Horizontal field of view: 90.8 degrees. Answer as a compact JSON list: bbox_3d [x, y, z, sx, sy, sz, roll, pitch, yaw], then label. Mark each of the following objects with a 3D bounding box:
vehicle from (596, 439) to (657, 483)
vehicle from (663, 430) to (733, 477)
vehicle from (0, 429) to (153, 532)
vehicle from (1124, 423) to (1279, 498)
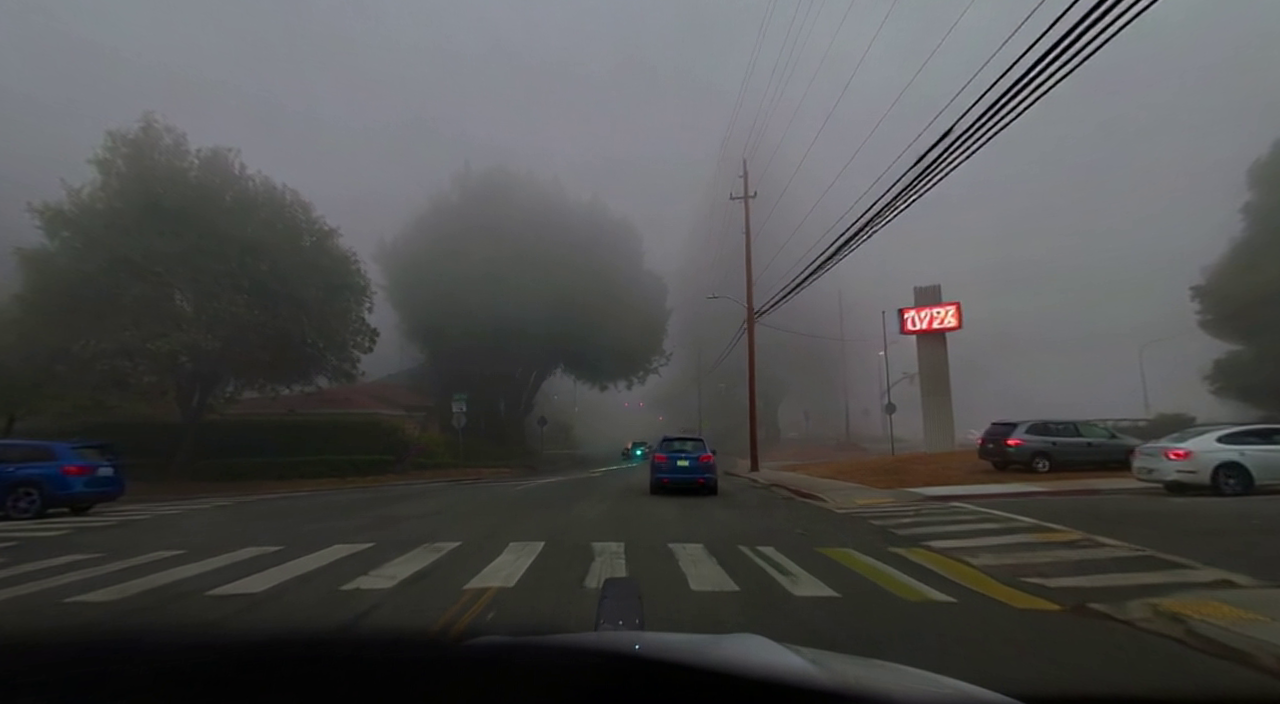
[{"bbox_3d":[-0.568,3.894,22.895,1.874,1.427,3.976,1,-8,-6],"label":"vehicle"},{"bbox_3d":[2.477,4.554,28.542,2.553,1.868,5.536,0,-8,-1],"label":"vehicle"},{"bbox_3d":[-13.772,2.532,12.710,5.866,1.904,2.197,1,-8,-6],"label":"vehicle"},{"bbox_3d":[13.165,2.181,12.860,4.872,1.400,1.955,-1,-8,3],"label":"vehicle"}]
